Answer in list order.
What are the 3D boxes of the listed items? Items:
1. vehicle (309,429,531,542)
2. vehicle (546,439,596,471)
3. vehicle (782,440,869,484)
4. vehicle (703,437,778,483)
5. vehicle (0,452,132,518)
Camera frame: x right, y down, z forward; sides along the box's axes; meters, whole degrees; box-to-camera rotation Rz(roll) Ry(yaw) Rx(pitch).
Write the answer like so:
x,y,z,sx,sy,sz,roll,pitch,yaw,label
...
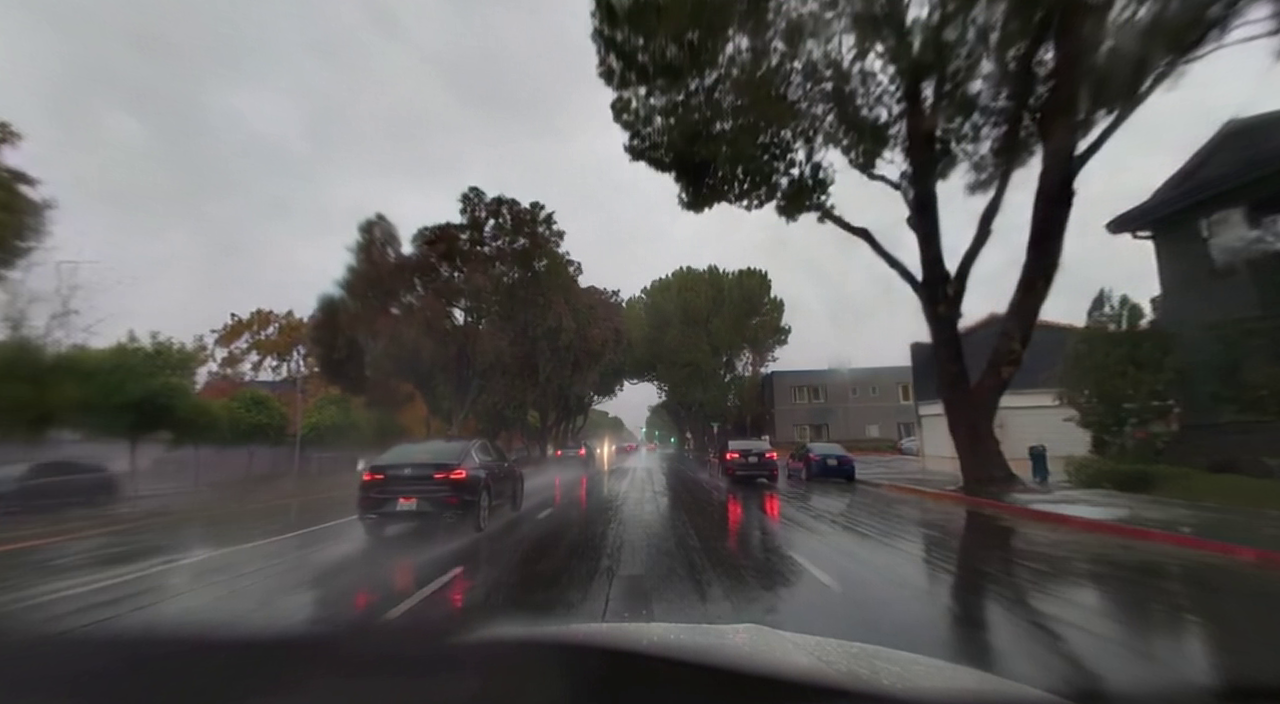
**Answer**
x,y,z,sx,sy,sz,roll,pitch,yaw,label
-3.315,2.096,10.621,2.053,1.480,4.381,0,-8,2,vehicle
-3.484,5.319,32.737,1.988,1.497,4.404,0,-8,2,vehicle
6.658,3.971,23.119,1.912,1.433,4.265,0,-8,0,vehicle
3.565,3.921,23.169,2.010,1.486,4.498,0,-8,0,vehicle
-18.907,4.031,19.539,2.033,1.795,5.027,0,-8,0,vehicle
